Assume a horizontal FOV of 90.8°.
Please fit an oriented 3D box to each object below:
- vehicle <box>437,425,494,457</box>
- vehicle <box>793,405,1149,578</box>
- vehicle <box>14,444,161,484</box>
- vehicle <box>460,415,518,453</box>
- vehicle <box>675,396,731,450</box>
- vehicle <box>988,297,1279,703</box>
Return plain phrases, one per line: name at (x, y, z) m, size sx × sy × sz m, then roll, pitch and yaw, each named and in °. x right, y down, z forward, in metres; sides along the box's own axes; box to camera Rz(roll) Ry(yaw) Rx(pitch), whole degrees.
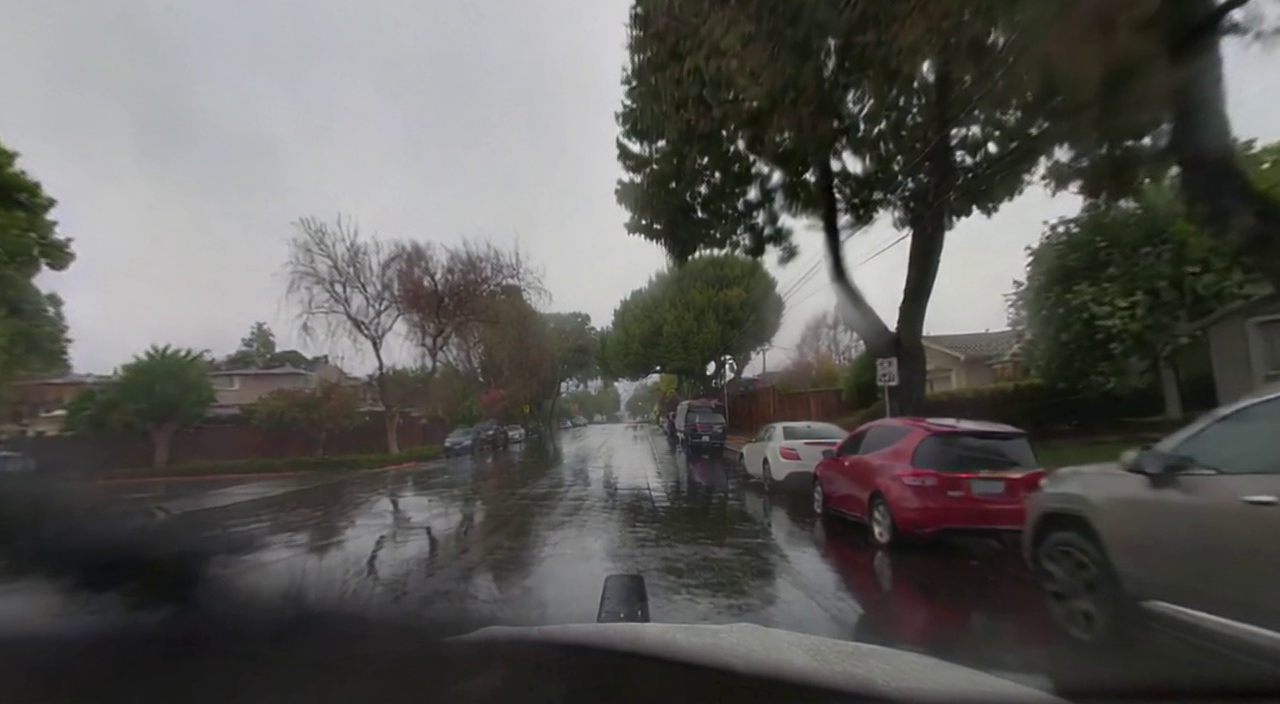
vehicle at (-8.489, 4.371, 31.018) m, size 1.821 × 1.476 × 4.060 m, roll 0°, pitch -8°, yaw -3°
vehicle at (3.668, 1.615, 8.165) m, size 2.047 × 1.598 × 4.321 m, roll 0°, pitch -8°, yaw -3°
vehicle at (-22.641, 4.556, 26.133) m, size 1.813 × 1.499 × 4.321 m, roll -1°, pitch -8°, yaw 8°
vehicle at (-8.641, 4.746, 36.583) m, size 2.163 × 1.841 × 4.679 m, roll -6°, pitch -7°, yaw -1°
vehicle at (3.001, 3.513, 30.885) m, size 2.233 × 2.453 × 3.787 m, roll 0°, pitch -8°, yaw -2°
vehicle at (3.666, 0.655, 2.077) m, size 2.208 × 1.863 × 4.799 m, roll 0°, pitch -8°, yaw -1°
